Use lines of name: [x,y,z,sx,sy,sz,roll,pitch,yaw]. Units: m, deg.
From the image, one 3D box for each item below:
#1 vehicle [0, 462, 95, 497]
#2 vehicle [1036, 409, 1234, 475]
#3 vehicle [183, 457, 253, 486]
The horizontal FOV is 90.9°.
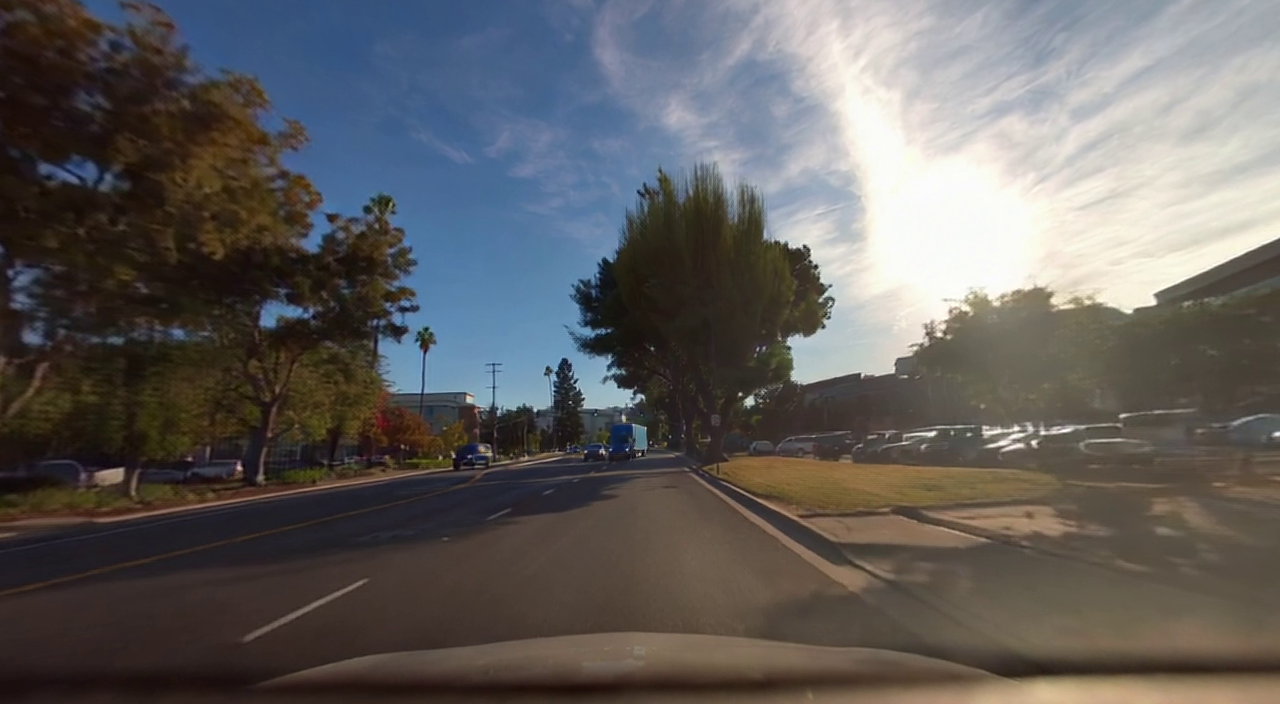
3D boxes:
vehicle: [-29.015,6.166,30.735,1.587,1.496,3.490,0,-9,3]
vehicle: [16.336,2.988,20.953,5.051,2.038,2.142,1,-9,-9]
vehicle: [-30.068,8.499,45.047,1.967,1.877,4.256,0,-9,0]
